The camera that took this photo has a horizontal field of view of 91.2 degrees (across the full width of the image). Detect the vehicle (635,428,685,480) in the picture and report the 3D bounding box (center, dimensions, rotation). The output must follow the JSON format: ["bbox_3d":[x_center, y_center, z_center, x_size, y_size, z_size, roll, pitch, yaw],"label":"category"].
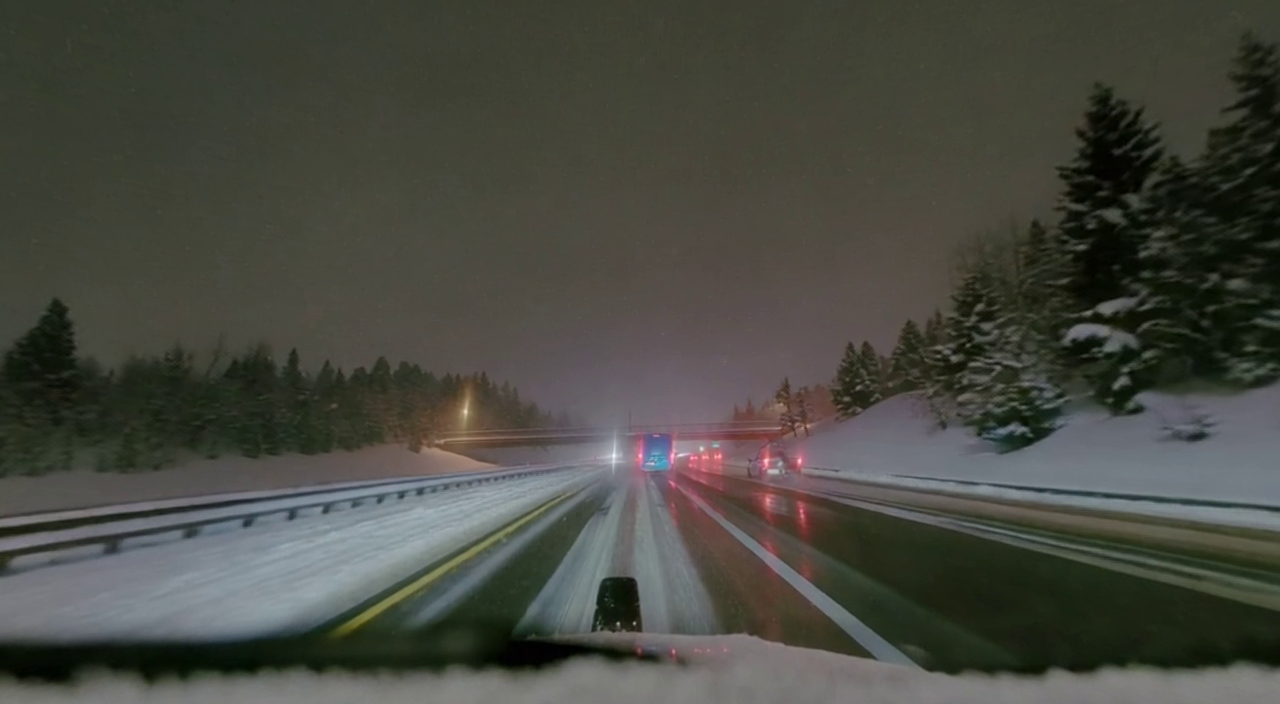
[{"bbox_3d":[1.075,5.659,34.894,2.560,2.598,5.581,-1,-9,1],"label":"vehicle"}]
